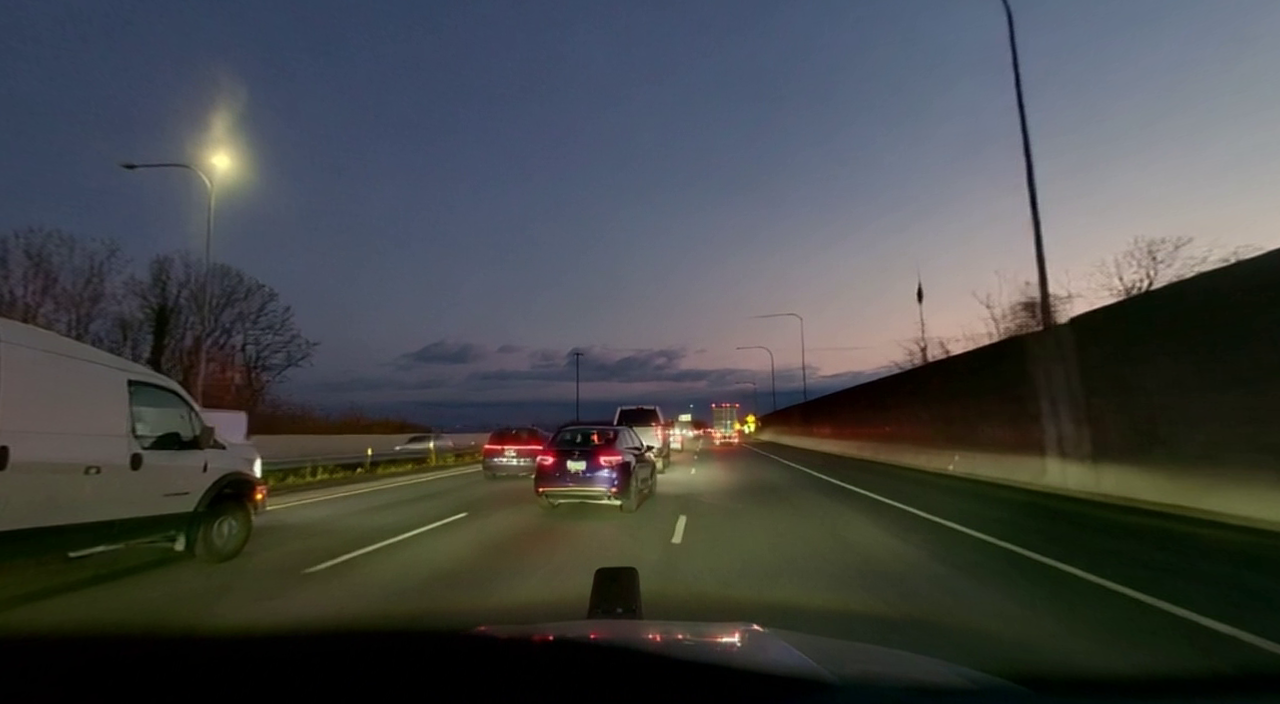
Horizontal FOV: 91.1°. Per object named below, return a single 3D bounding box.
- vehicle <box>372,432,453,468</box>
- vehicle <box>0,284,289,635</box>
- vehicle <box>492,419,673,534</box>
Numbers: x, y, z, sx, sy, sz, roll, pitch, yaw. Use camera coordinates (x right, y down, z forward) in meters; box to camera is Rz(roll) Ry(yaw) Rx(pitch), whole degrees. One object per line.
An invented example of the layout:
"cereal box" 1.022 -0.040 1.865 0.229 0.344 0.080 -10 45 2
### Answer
"vehicle" -10.837 4.683 30.294 1.920 1.587 4.323 -1 -8 6
"vehicle" -5.655 0.781 4.639 2.386 2.435 5.831 -1 -8 5
"vehicle" -0.671 1.914 10.411 2.089 1.485 4.153 -1 -8 7
